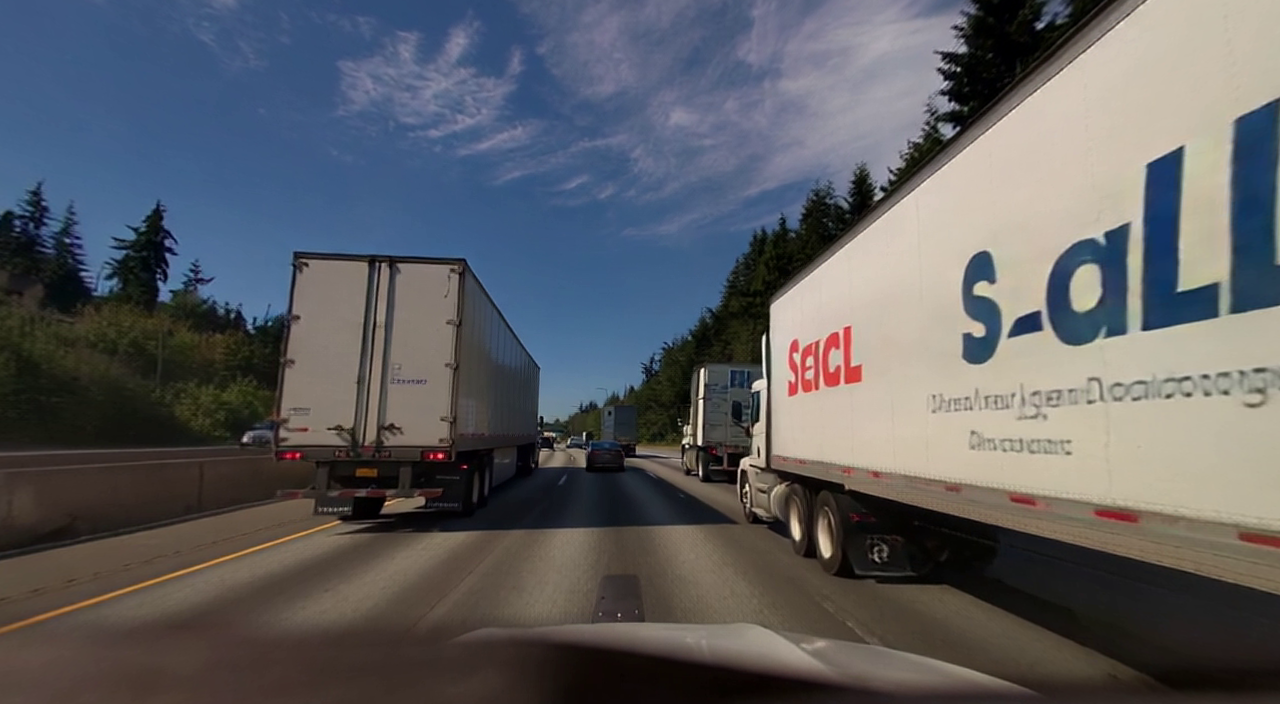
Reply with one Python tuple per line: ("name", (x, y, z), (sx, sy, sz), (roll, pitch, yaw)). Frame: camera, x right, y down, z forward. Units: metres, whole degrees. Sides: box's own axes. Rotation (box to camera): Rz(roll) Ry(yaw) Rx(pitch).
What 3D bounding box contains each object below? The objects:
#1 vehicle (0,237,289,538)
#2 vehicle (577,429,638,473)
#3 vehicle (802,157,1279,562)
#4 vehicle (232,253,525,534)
("vehicle", (-10.739, 0.259, 6.998), (2.867, 4.125, 14.026), (-2, -8, 14))
("vehicle", (-1.362, 3.784, 24.400), (2.060, 1.540, 4.374), (1, -8, -7))
("vehicle", (7.600, 0.168, 7.269), (2.820, 4.084, 13.786), (3, -8, -25))
("vehicle", (-4.284, 1.091, 12.929), (2.822, 3.788, 8.799), (0, -8, -5))
